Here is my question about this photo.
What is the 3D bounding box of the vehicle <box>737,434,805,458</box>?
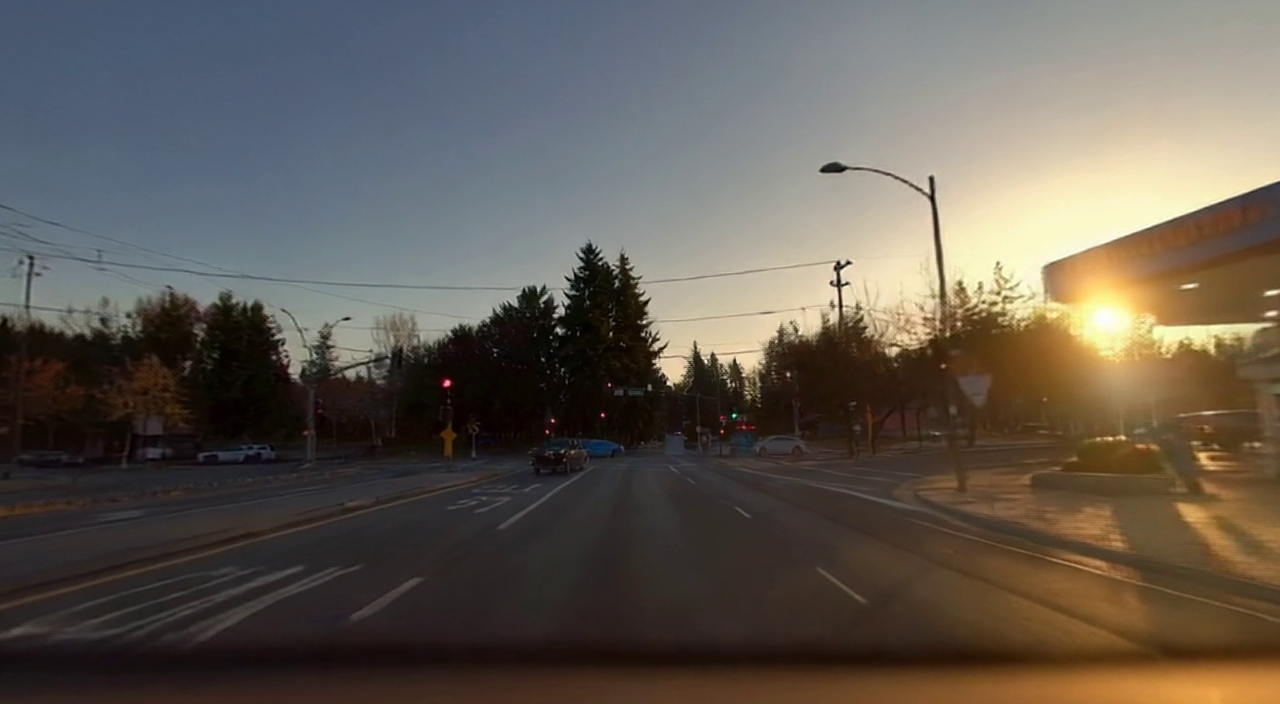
[{"bbox_3d":[9.414,6.799,45.695,4.478,1.678,1.870,0,-8,2],"label":"vehicle"}]

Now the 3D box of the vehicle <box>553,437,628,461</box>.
[{"bbox_3d":[-3.364,6.566,42.876,4.709,1.501,1.895,4,-9,-25],"label":"vehicle"}]
